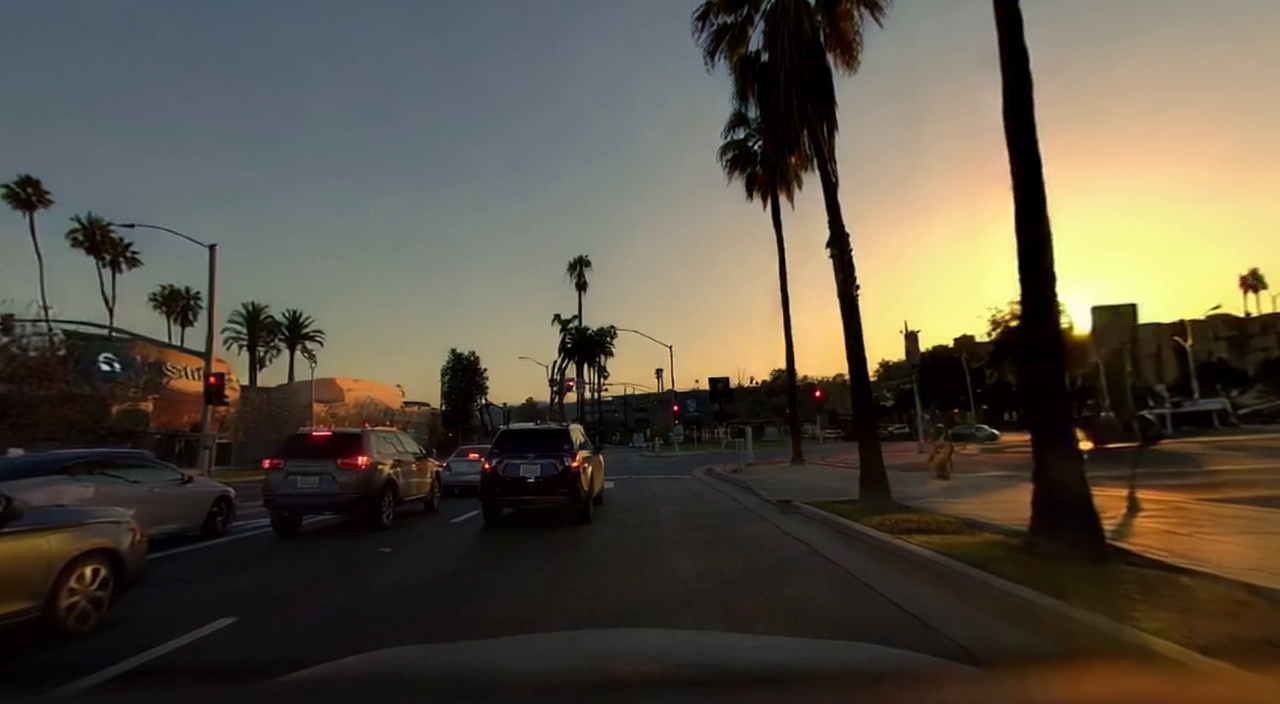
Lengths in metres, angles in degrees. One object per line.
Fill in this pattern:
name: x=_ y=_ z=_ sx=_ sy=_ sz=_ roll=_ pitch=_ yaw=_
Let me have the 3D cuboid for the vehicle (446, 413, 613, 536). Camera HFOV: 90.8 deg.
vehicle: x=-1.689 y=2.097 z=11.352 sx=2.153 sy=1.759 sz=4.320 roll=0 pitch=-9 yaw=1

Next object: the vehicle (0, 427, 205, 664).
vehicle: x=-5.234 y=1.223 z=3.735 sx=1.885 sy=1.567 sz=4.775 roll=0 pitch=-9 yaw=1

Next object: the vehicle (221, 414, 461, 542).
vehicle: x=-5.116 y=2.227 z=11.802 sx=2.025 sy=1.862 sz=4.804 roll=0 pitch=-9 yaw=1
